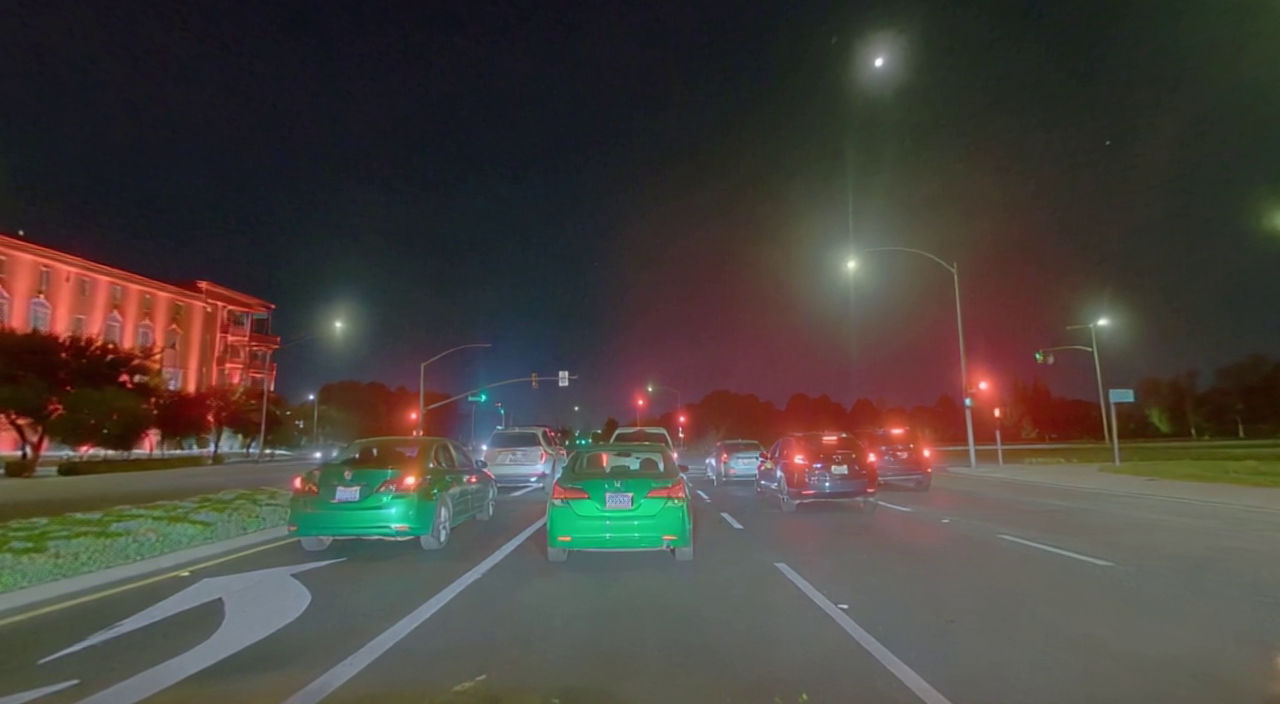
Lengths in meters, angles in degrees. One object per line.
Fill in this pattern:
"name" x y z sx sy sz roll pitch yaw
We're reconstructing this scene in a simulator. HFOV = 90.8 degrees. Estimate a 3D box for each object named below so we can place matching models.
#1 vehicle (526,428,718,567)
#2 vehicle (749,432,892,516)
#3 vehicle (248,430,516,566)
"vehicle" -0.201 1.835 8.707 2.041 1.450 3.847 0 -8 0
"vehicle" 3.553 2.470 13.271 1.880 1.476 3.932 0 -8 1
"vehicle" -3.203 1.886 8.940 1.917 1.441 4.128 -1 -8 2
